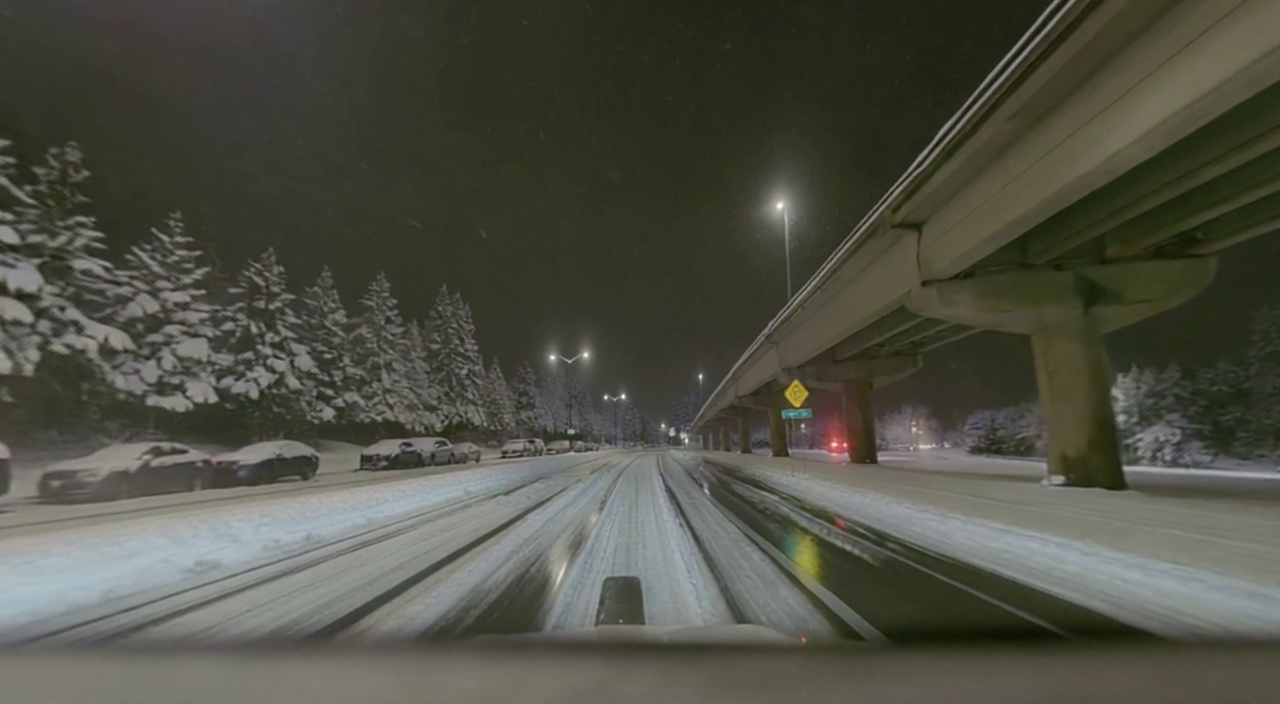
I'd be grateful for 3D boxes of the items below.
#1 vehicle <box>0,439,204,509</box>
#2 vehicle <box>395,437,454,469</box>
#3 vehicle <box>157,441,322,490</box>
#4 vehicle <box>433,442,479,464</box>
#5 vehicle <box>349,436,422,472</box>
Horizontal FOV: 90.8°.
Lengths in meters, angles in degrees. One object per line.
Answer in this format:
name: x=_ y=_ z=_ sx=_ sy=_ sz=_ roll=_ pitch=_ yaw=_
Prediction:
vehicle: x=-13.976 y=3.112 z=16.530 sx=1.908 sy=1.559 sz=4.301 roll=0 pitch=-9 yaw=2
vehicle: x=-13.355 y=6.247 z=39.419 sx=1.886 sy=1.801 sz=4.337 roll=2 pitch=-8 yaw=3
vehicle: x=-13.847 y=3.930 z=22.392 sx=2.155 sy=1.477 sz=5.369 roll=0 pitch=-8 yaw=3
vehicle: x=-13.179 y=7.296 z=45.479 sx=1.847 sy=1.498 sz=4.368 roll=1 pitch=-10 yaw=2
vehicle: x=-13.316 y=5.375 z=33.353 sx=1.903 sy=1.703 sz=4.346 roll=2 pitch=-9 yaw=1
